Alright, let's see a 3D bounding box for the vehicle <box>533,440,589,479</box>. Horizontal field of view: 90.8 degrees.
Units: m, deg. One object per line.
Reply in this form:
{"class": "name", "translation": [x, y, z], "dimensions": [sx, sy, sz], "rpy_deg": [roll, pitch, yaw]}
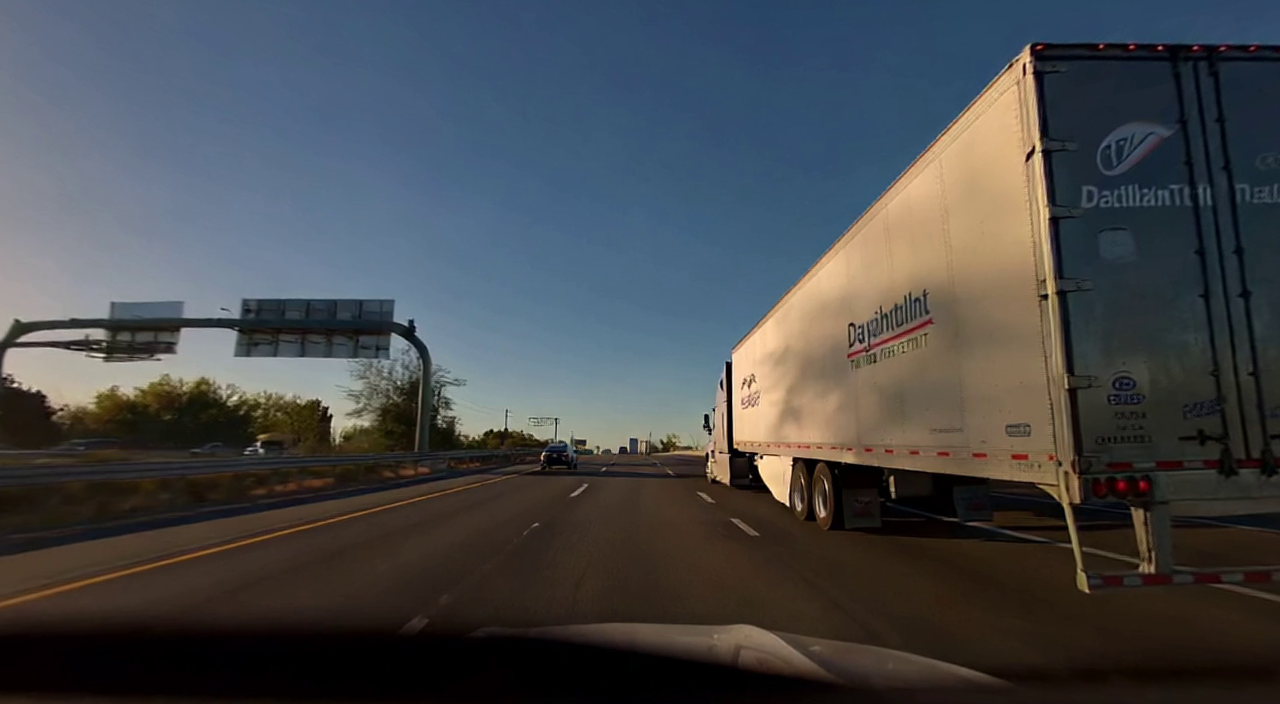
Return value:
{"class": "vehicle", "translation": [-3.527, 4.886, 28.955], "dimensions": [2.030, 1.657, 3.926], "rpy_deg": [0, -8, 0]}

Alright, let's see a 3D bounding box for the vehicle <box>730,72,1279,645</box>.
{"class": "vehicle", "translation": [3.962, 0.829, 10.806], "dimensions": [2.962, 4.132, 12.720], "rpy_deg": [0, -8, 0]}
